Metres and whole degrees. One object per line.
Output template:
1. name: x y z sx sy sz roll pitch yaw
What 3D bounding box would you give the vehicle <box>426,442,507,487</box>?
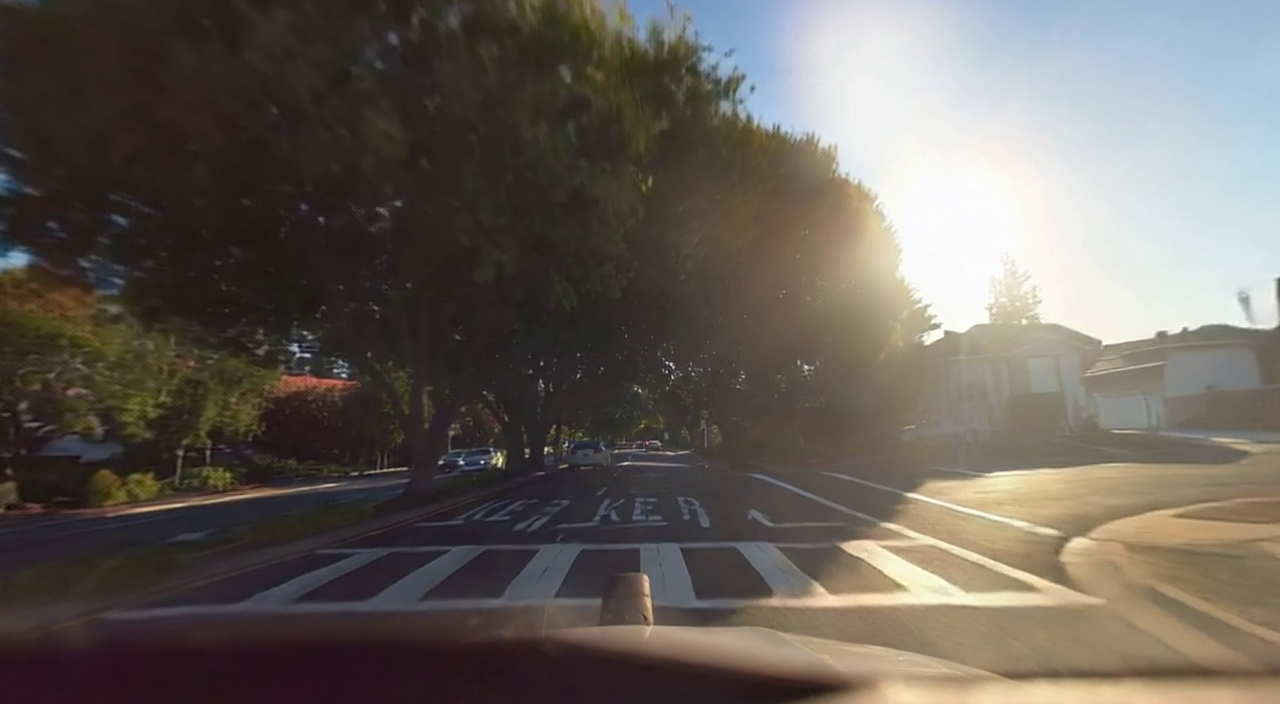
1. vehicle: -6.380 4.167 23.647 1.972 1.514 4.241 1 -8 -2

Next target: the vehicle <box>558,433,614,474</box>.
1. vehicle: -2.460 4.800 30.019 2.190 1.766 4.394 0 -8 1
